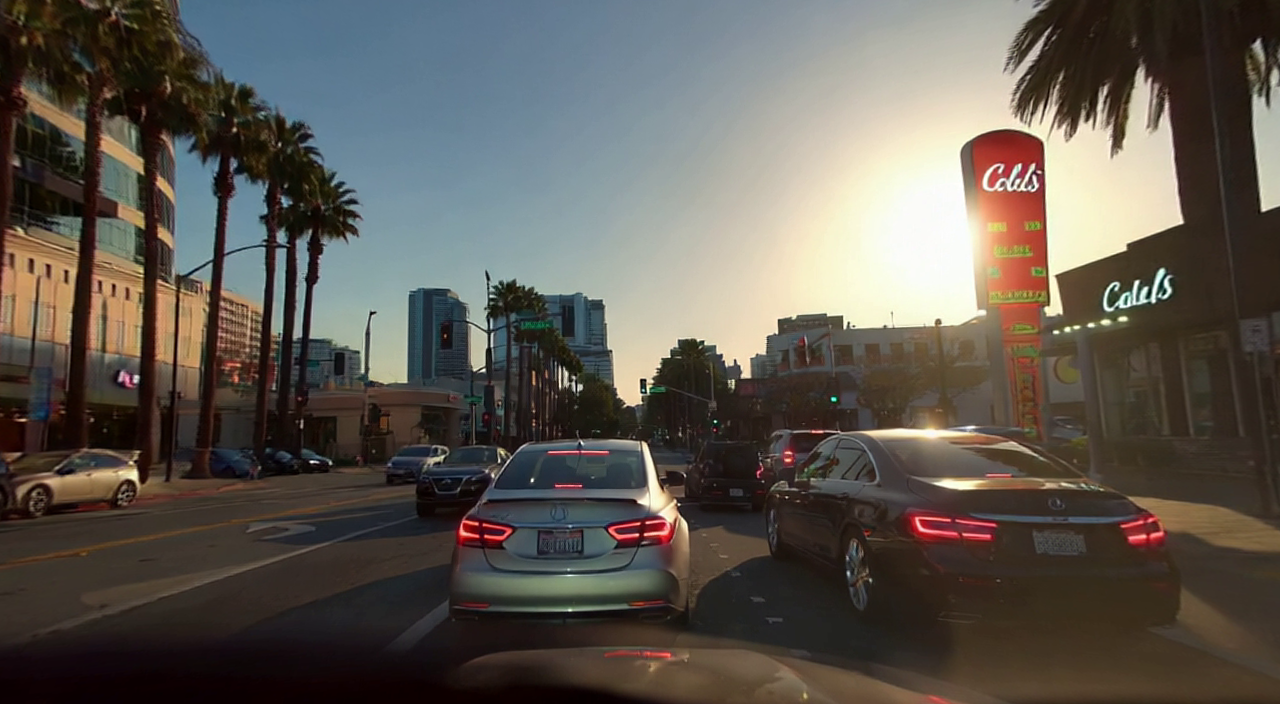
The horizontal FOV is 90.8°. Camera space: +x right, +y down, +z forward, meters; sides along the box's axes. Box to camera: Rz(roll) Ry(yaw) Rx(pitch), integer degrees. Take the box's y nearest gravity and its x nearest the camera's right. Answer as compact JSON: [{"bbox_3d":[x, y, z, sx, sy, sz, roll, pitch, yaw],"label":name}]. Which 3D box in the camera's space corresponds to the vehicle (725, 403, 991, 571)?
[{"bbox_3d":[2.633,1.768,9.037,2.096,1.775,4.440,0,-9,-2],"label":"vehicle"}]

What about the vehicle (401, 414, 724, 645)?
[{"bbox_3d":[-0.516,1.467,6.229,2.096,1.492,4.071,0,-9,0],"label":"vehicle"}]

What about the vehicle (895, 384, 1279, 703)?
[{"bbox_3d":[2.603,0.811,1.486,2.085,1.469,4.458,0,-9,-1],"label":"vehicle"}]

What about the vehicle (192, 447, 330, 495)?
[{"bbox_3d":[-12.857,4.022,21.867,1.856,1.455,4.700,0,-9,1],"label":"vehicle"}]

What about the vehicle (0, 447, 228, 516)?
[{"bbox_3d":[-12.849,3.136,15.934,1.870,1.475,4.531,0,-9,0],"label":"vehicle"}]
